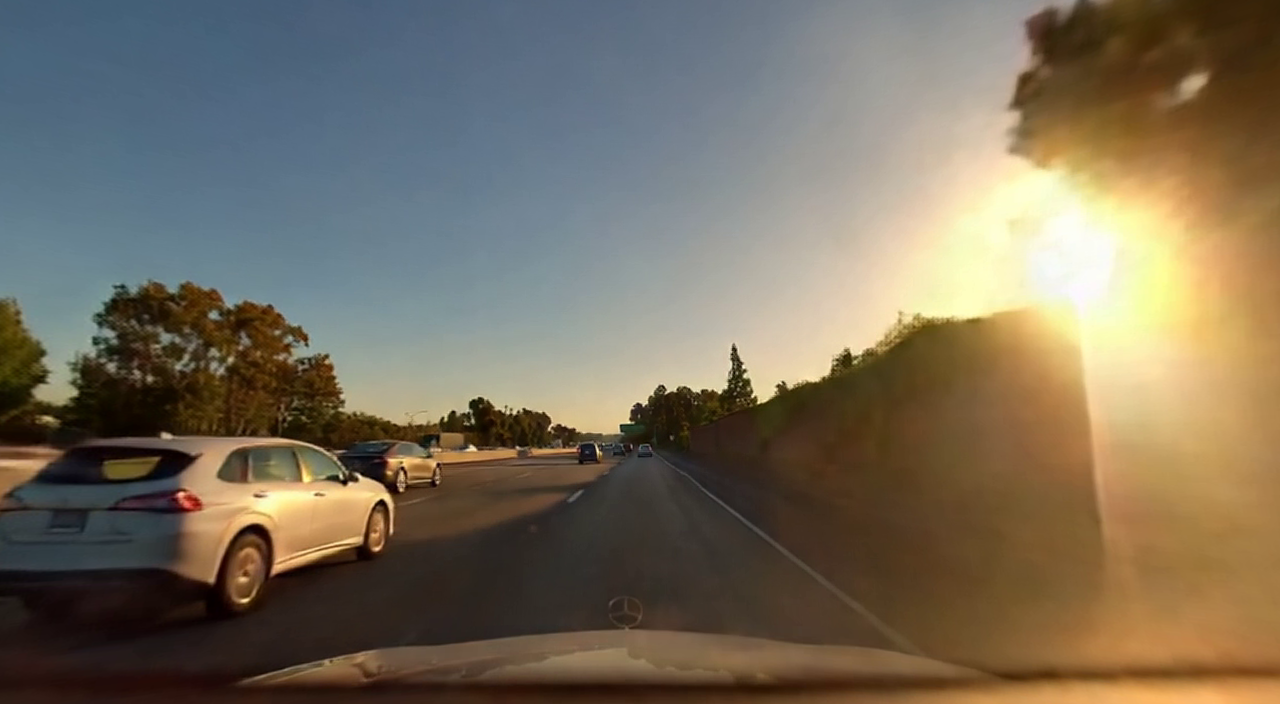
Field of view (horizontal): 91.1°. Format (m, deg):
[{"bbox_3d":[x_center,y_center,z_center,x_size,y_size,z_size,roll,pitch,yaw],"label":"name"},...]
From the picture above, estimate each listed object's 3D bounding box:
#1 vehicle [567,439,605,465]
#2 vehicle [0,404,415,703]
[{"bbox_3d":[-3.608,6.722,42.568,2.036,1.636,4.511,0,-8,1],"label":"vehicle"},{"bbox_3d":[-3.778,1.322,5.264,1.945,1.484,4.803,0,-8,1],"label":"vehicle"}]
